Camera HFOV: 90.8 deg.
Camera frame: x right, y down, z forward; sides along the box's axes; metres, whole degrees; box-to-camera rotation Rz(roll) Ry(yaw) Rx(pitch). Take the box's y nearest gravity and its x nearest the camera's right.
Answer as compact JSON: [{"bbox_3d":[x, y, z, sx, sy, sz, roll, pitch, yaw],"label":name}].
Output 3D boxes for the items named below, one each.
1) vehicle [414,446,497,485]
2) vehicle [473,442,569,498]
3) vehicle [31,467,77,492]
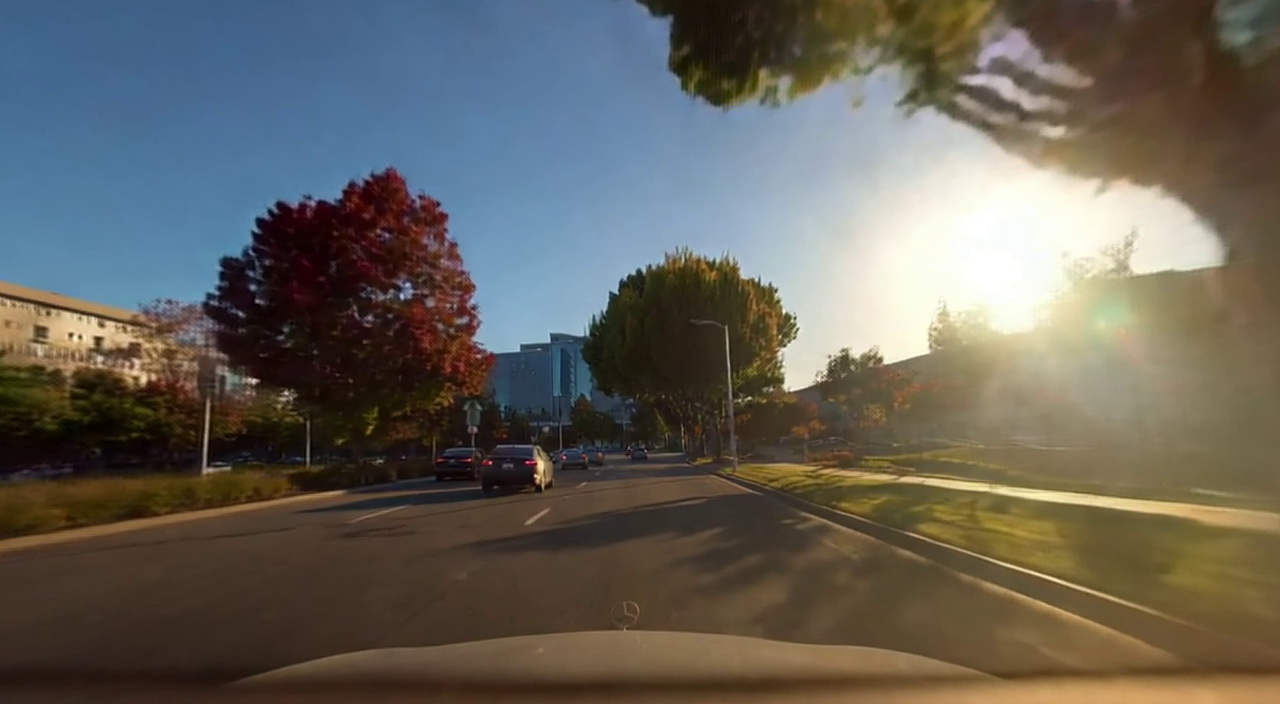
[{"bbox_3d":[-7.608,4.727,26.616,1.976,1.497,4.709,0,-9,1],"label":"vehicle"},{"bbox_3d":[-3.467,3.556,19.413,2.011,1.483,4.596,0,-9,1],"label":"vehicle"},{"bbox_3d":[-39.769,8.606,42.845,1.960,1.475,4.381,9,-12,-44],"label":"vehicle"}]
